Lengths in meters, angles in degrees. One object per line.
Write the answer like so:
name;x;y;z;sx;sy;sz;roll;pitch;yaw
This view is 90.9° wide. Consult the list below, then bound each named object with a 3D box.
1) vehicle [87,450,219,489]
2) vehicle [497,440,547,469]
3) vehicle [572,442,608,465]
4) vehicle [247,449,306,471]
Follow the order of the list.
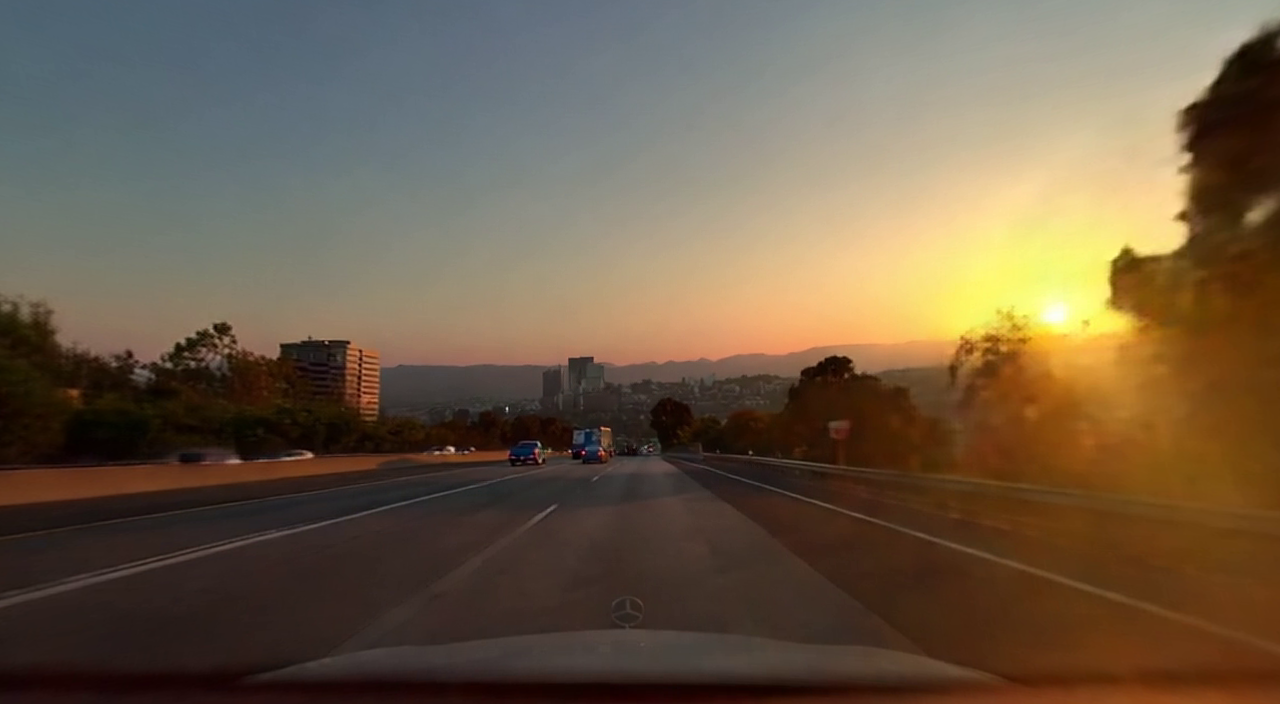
vehicle;-20.023;4.809;26.187;2.009;1.430;4.228;0;-8;2
vehicle;-7.057;6.166;38.104;2.075;1.646;4.405;0;-8;1
vehicle;-3.557;7.298;45.504;2.184;1.554;4.350;0;-8;1
vehicle;-27.143;8.065;47.238;1.874;1.453;4.230;0;-8;1
